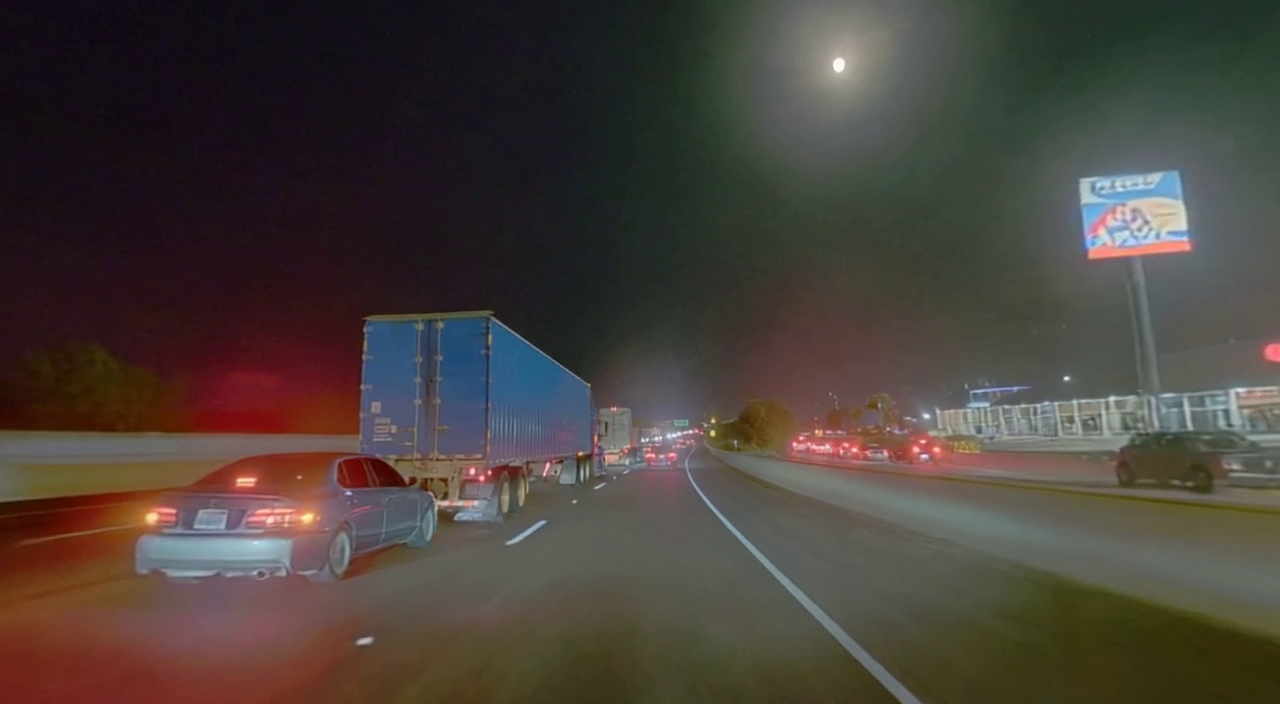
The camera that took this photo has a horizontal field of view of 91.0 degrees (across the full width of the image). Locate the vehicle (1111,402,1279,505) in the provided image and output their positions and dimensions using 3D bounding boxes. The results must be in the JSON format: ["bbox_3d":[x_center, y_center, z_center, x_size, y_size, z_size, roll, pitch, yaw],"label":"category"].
[{"bbox_3d":[14.178,2.337,14.656,2.186,2.074,5.586,0,-9,2],"label":"vehicle"}]

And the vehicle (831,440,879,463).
[{"bbox_3d":[16.198,7.514,47.752,2.237,1.656,4.676,-1,-9,3],"label":"vehicle"}]

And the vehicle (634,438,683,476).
[{"bbox_3d":[0.908,4.952,29.781,2.178,1.640,4.071,-1,-9,3],"label":"vehicle"}]

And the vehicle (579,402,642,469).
[{"bbox_3d":[-1.726,5.649,41.919,3.073,3.894,9.782,-1,-9,4],"label":"vehicle"}]

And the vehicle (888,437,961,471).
[{"bbox_3d":[14.978,5.383,33.438,2.022,1.675,4.792,-1,-9,5],"label":"vehicle"}]

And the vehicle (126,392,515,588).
[{"bbox_3d":[-3.366,1.552,7.720,2.896,1.779,3.441,-1,-8,1],"label":"vehicle"}]
